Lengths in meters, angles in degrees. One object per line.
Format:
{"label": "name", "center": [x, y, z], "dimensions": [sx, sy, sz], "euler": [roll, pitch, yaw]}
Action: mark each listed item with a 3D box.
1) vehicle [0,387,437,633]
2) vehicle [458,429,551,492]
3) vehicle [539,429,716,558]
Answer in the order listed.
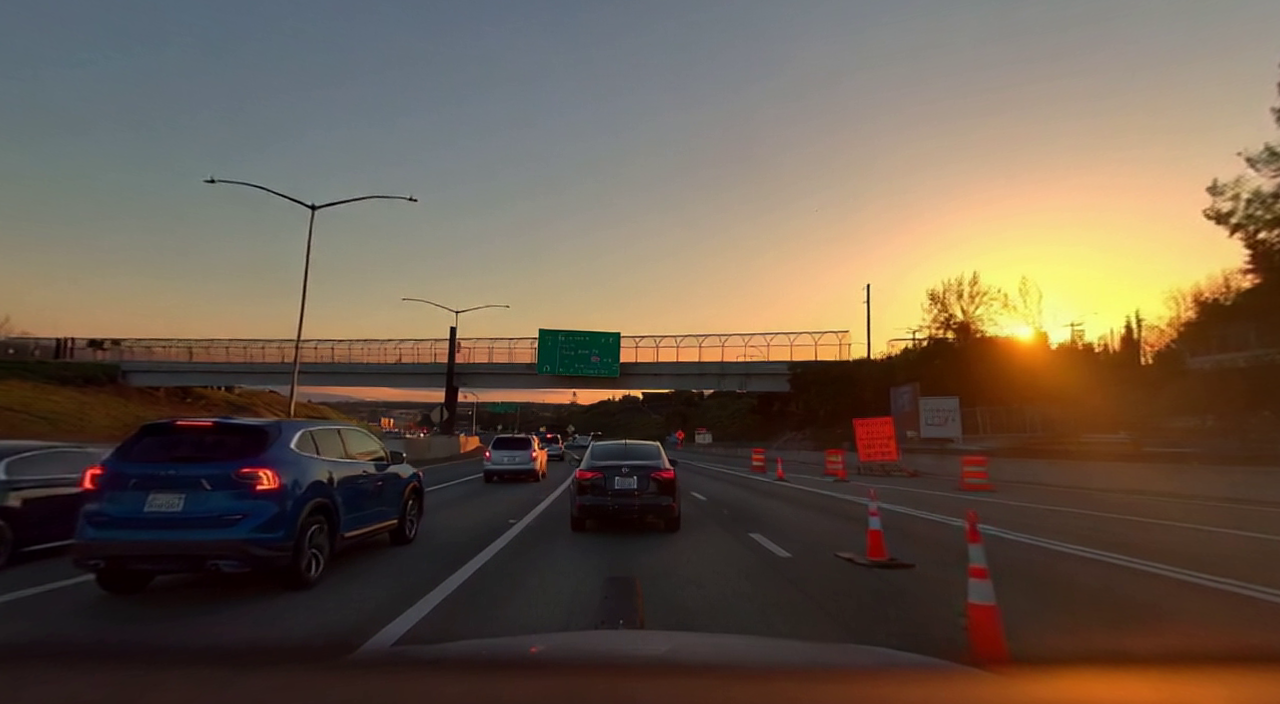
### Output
{"label": "vehicle", "center": [-3.757, 1.406, 6.528], "dimensions": [2.025, 1.708, 4.089], "euler": [0, -9, -1]}
{"label": "vehicle", "center": [-4.035, 3.298, 19.473], "dimensions": [1.982, 1.727, 4.057], "euler": [0, -9, 0]}
{"label": "vehicle", "center": [-0.208, 1.949, 9.420], "dimensions": [2.069, 1.484, 3.982], "euler": [0, -9, -2]}
